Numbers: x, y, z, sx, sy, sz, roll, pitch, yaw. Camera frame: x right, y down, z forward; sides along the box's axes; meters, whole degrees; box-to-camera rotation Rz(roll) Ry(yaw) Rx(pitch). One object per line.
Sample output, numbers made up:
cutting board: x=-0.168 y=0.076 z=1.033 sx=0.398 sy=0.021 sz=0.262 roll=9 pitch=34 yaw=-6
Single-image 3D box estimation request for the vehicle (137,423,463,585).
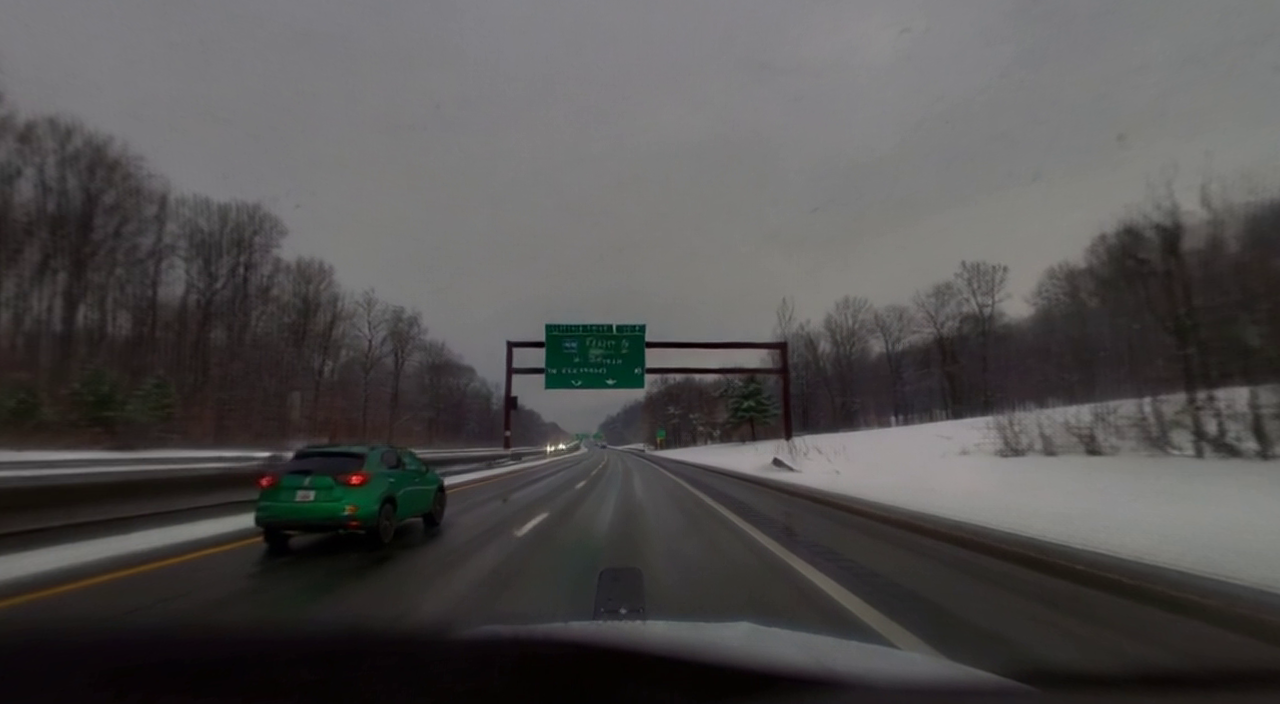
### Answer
vehicle: x=-3.830 y=1.768 z=8.089 sx=1.990 sy=1.532 sz=3.911 roll=0 pitch=-9 yaw=0
